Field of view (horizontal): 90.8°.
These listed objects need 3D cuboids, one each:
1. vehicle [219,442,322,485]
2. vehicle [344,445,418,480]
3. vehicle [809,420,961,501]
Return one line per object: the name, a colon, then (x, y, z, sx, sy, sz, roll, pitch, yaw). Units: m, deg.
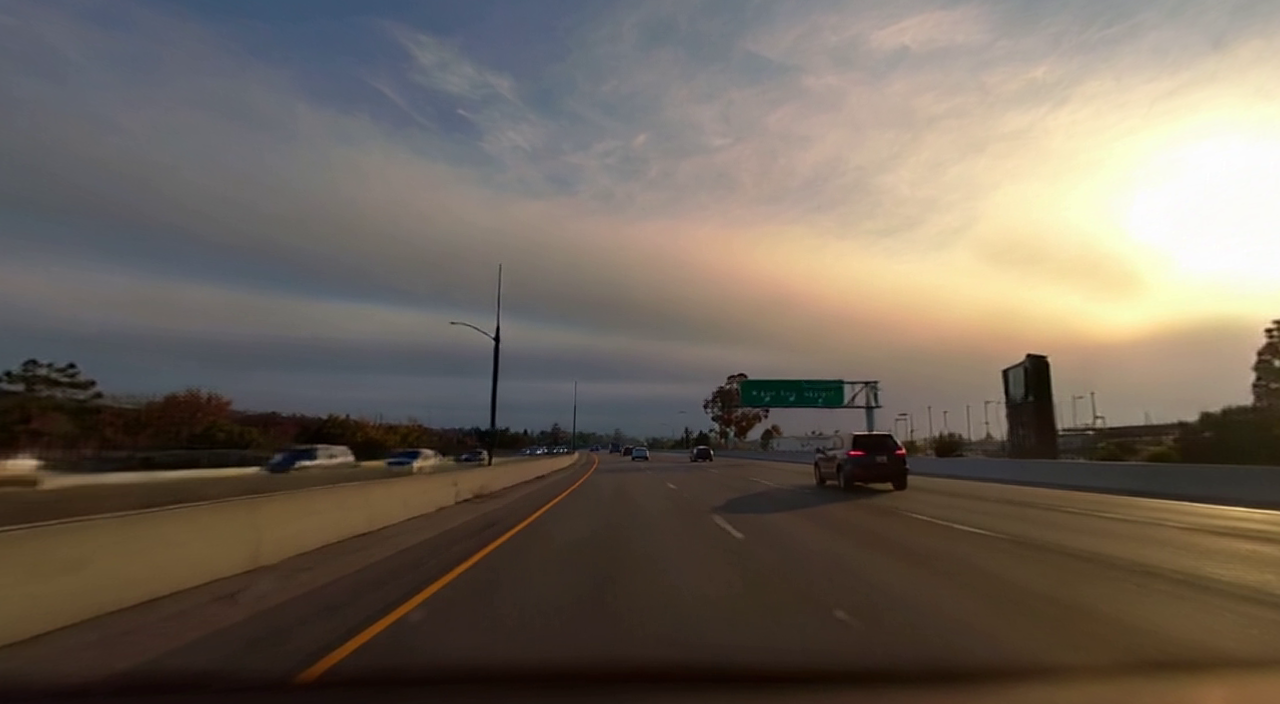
vehicle: (-17.498, 5.262, 30.274, 2.108, 1.852, 4.929, 0, -8, -2)
vehicle: (-13.839, 5.912, 34.061, 2.118, 1.711, 4.587, 0, -9, -2)
vehicle: (6.685, 3.032, 18.010, 2.181, 1.952, 4.973, 0, -9, -2)
